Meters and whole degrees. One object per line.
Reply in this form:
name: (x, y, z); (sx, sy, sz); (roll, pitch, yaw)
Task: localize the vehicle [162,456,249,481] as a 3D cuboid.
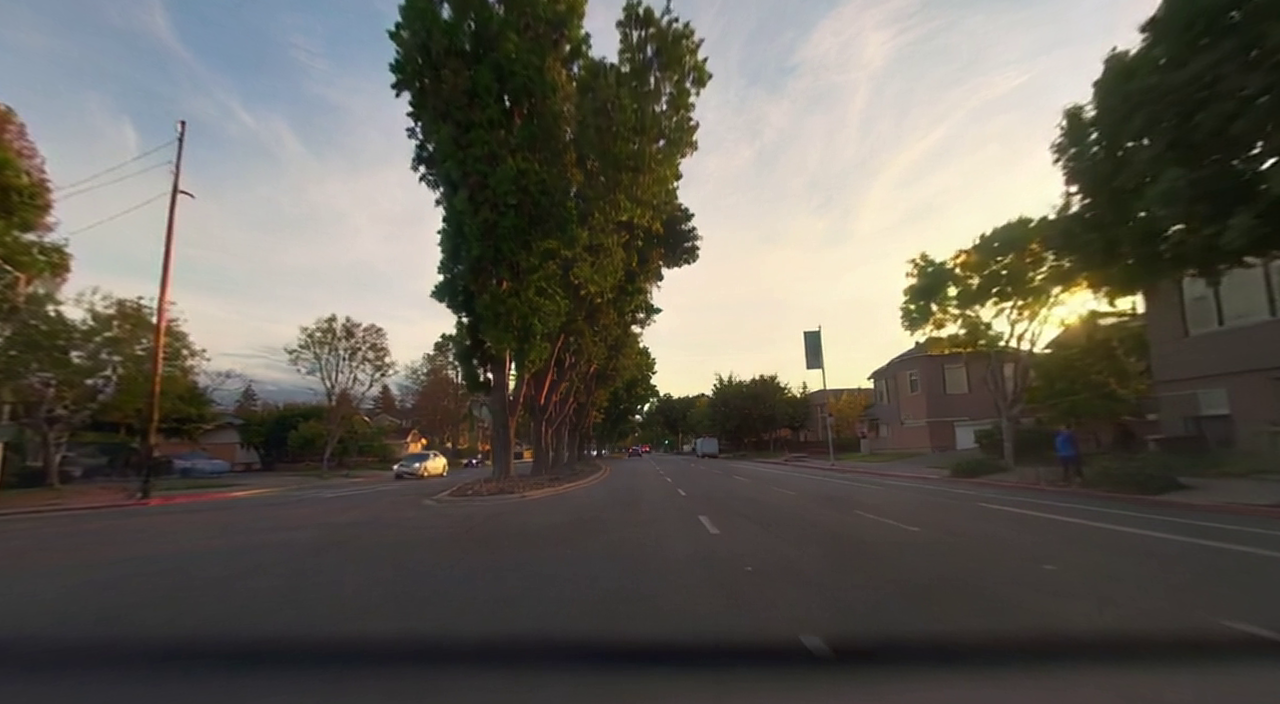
vehicle: (-29.019, 7.785, 42.354); (1.898, 1.489, 4.667); (-2, -9, 13)

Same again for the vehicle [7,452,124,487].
vehicle: (-35.346, 7.214, 39.100); (2.094, 1.839, 5.001); (-4, -9, 11)
